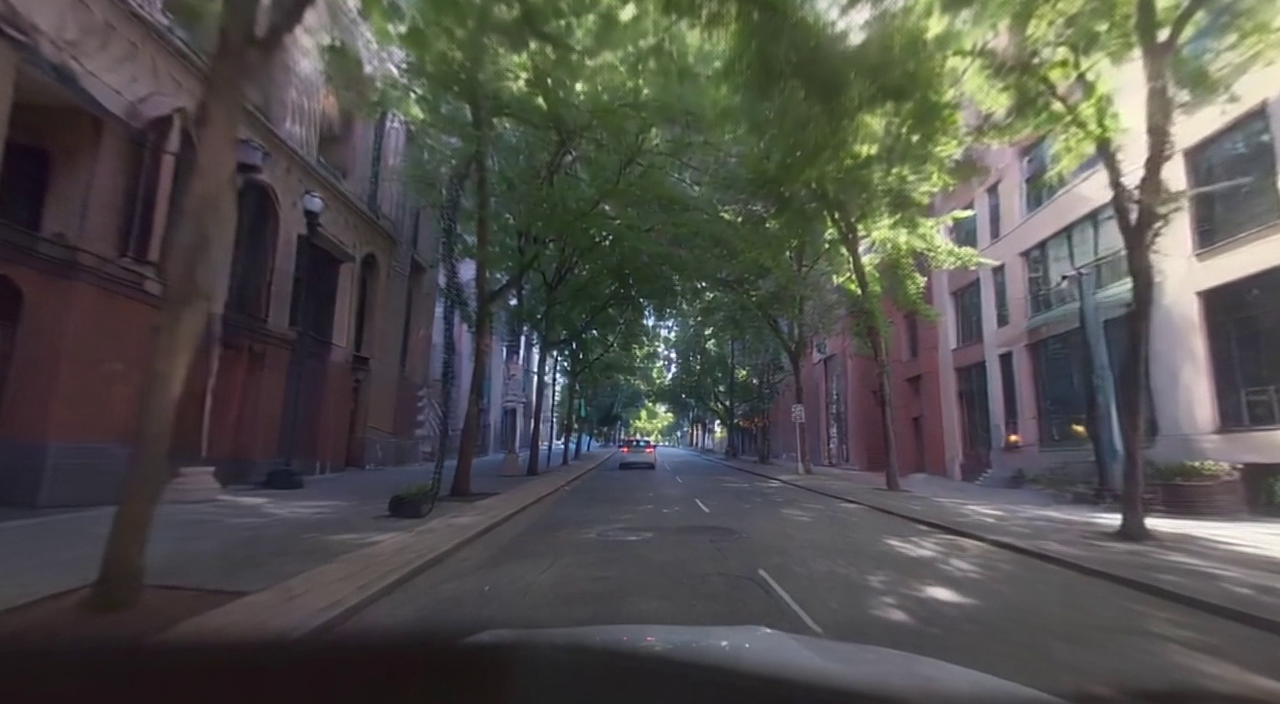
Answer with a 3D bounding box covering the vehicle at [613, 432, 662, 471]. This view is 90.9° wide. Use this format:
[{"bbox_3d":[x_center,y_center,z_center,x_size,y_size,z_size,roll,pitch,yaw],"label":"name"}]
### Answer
[{"bbox_3d":[-0.111,4.517,28.761,2.079,1.621,3.861,0,-8,-1],"label":"vehicle"}]
